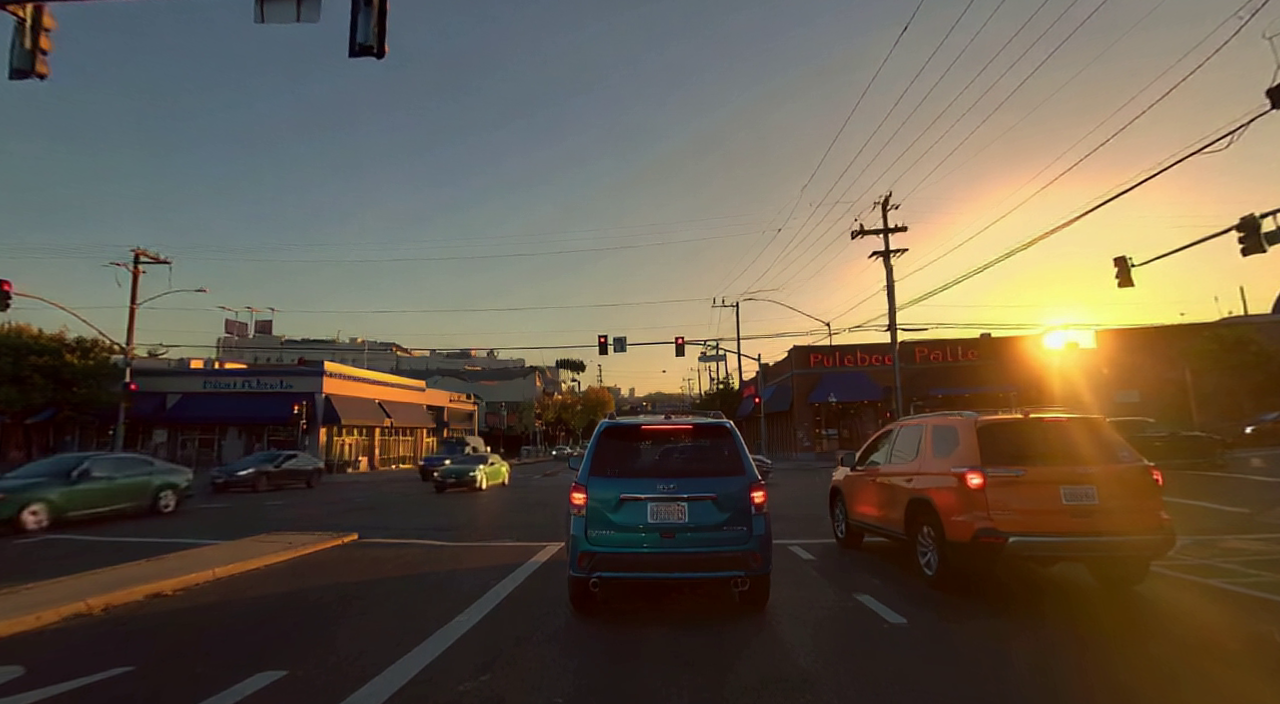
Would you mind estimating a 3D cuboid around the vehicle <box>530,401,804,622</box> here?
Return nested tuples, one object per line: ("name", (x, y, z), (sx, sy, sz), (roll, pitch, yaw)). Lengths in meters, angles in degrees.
("vehicle", (0.258, 1.504, 6.823), (2.098, 1.682, 3.778), (0, -8, 2))

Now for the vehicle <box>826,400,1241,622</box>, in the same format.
("vehicle", (3.608, 1.516, 6.958), (1.976, 1.664, 4.189), (-1, -8, 2))

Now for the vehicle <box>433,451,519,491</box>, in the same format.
("vehicle", (-6.695, 4.914, 26.379), (2.017, 1.468, 4.663), (-1, -8, 5))

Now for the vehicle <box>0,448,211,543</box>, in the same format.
("vehicle", (-11.003, 2.617, 12.211), (1.911, 1.461, 4.691), (-1, -8, 3))

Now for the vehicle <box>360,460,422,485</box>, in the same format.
("vehicle", (-16.249, 7.849, 41.449), (1.872, 1.433, 4.404), (-1, -8, 6))

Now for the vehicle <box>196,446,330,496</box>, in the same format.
("vehicle", (-14.178, 4.466, 24.133), (1.943, 1.680, 4.709), (-1, -8, 4))
